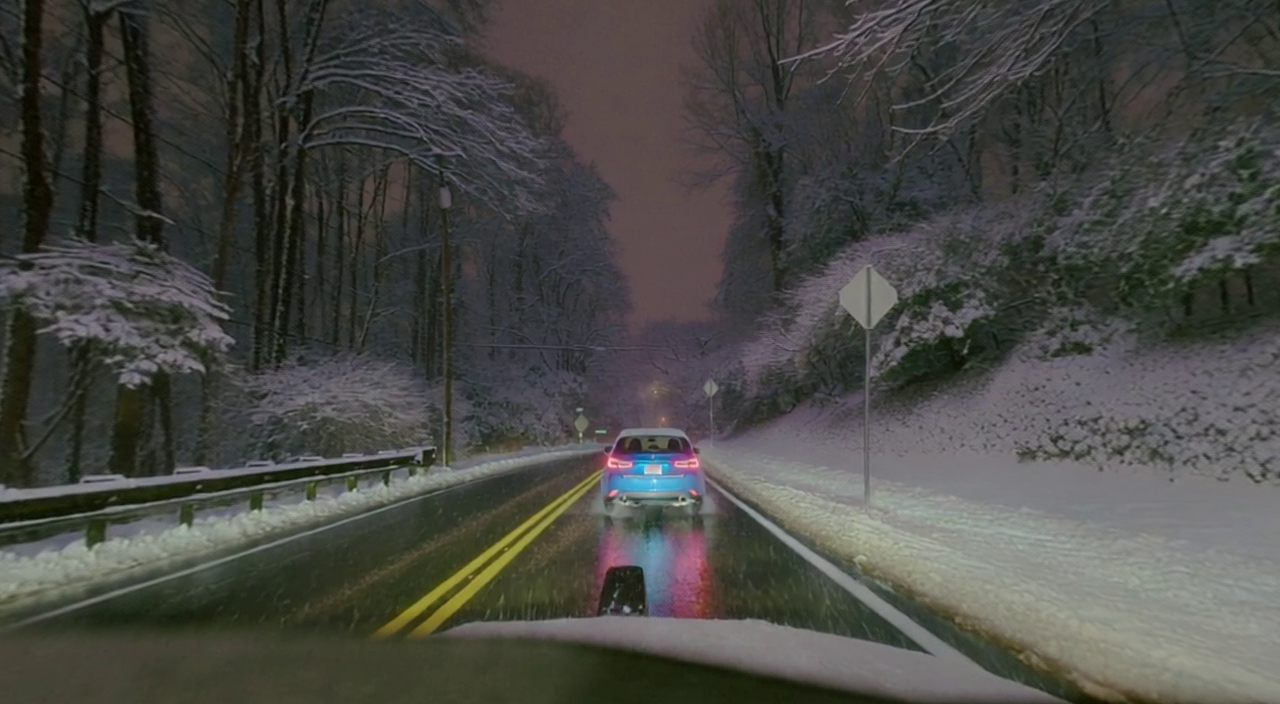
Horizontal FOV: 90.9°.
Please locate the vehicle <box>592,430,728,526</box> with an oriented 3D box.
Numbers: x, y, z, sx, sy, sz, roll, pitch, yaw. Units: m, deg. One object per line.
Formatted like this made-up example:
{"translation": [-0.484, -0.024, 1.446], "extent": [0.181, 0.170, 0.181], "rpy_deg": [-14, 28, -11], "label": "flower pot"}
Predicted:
{"translation": [0.325, 2.323, 12.157], "extent": [2.187, 1.533, 3.726], "rpy_deg": [0, -8, 0], "label": "vehicle"}
